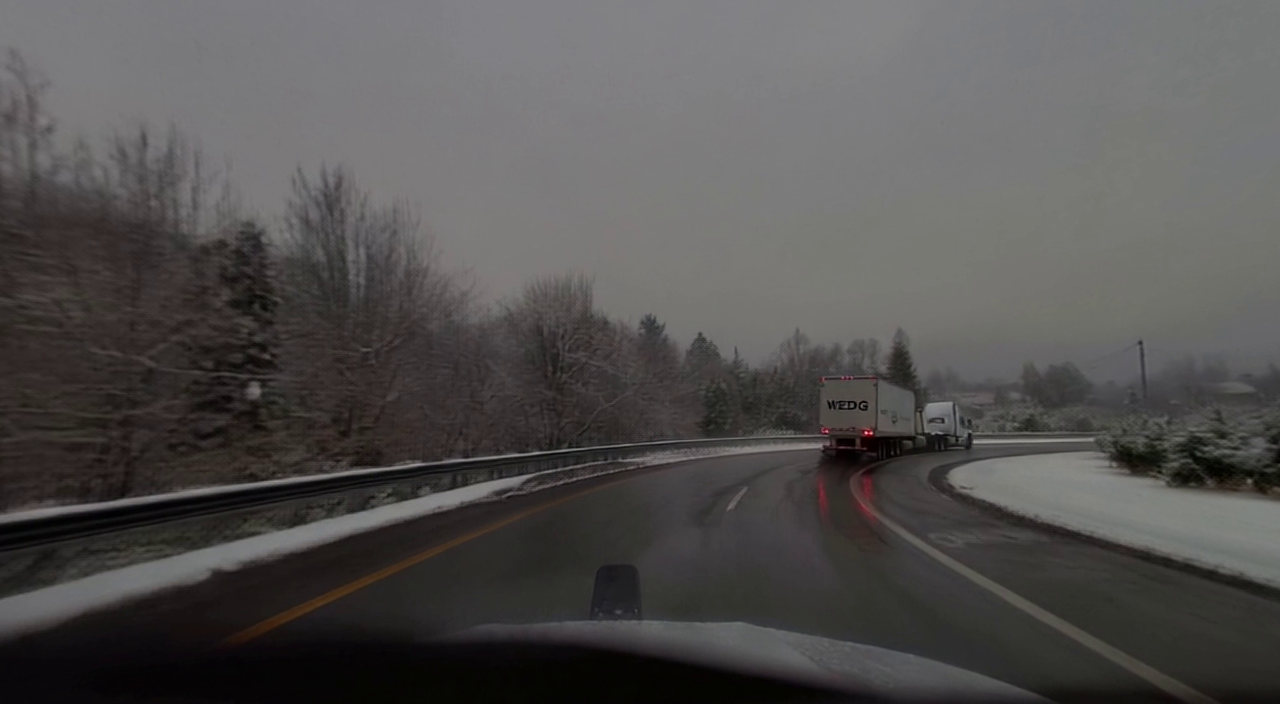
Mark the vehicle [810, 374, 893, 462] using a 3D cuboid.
[{"bbox_3d":[9.795,3.085,28.959,2.963,3.771,3.137,-4,-9,28],"label":"vehicle"}]

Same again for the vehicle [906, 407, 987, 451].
[{"bbox_3d":[19.238,4.854,39.222,6.650,2.524,2.120,7,-10,-42],"label":"vehicle"}]
